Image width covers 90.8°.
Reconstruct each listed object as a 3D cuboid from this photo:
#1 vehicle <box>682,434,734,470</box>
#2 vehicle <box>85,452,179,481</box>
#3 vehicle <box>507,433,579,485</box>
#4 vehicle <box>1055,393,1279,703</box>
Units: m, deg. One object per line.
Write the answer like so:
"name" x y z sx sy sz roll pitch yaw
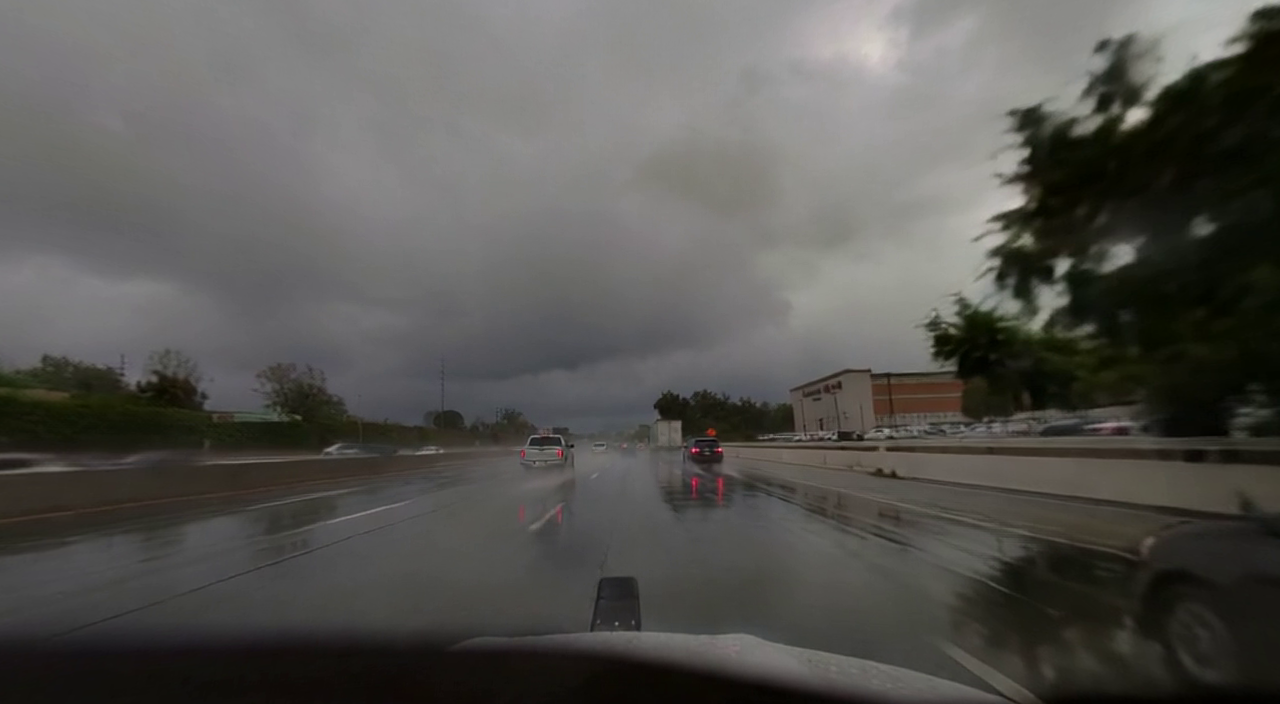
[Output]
"vehicle" 3.640 5.510 34.871 2.198 1.807 4.530 0 -8 -2
"vehicle" -28.442 6.390 35.553 1.806 1.471 4.189 0 -8 -1
"vehicle" -3.526 3.987 23.817 1.987 1.765 4.508 0 -8 0
"vehicle" 3.806 0.803 1.847 1.957 1.510 4.643 0 -8 -1
